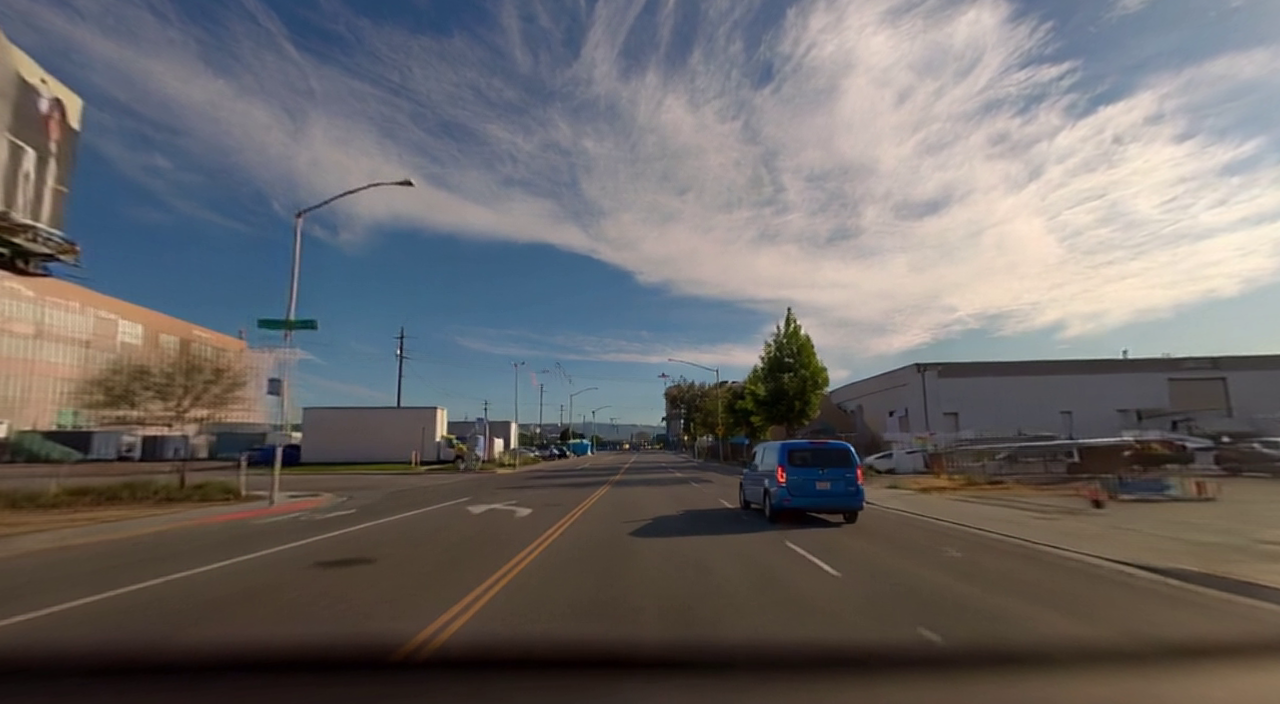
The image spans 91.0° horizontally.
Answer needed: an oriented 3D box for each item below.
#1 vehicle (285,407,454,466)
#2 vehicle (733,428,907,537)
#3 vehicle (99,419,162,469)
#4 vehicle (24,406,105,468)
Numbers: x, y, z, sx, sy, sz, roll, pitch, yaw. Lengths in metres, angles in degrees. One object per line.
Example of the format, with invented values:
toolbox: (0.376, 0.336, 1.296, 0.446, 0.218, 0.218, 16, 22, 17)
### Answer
vehicle: (-19.535, 6.199, 46.088, 10.797, 4.039, 3.044, 1, -9, -1)
vehicle: (3.426, 2.605, 13.225, 2.202, 1.822, 4.826, 0, -9, 0)
vehicle: (-39.823, 7.250, 49.456, 3.287, 3.586, 7.296, 7, -12, -37)
vehicle: (-41.373, 6.261, 45.628, 3.059, 3.984, 10.482, 7, -12, -37)
